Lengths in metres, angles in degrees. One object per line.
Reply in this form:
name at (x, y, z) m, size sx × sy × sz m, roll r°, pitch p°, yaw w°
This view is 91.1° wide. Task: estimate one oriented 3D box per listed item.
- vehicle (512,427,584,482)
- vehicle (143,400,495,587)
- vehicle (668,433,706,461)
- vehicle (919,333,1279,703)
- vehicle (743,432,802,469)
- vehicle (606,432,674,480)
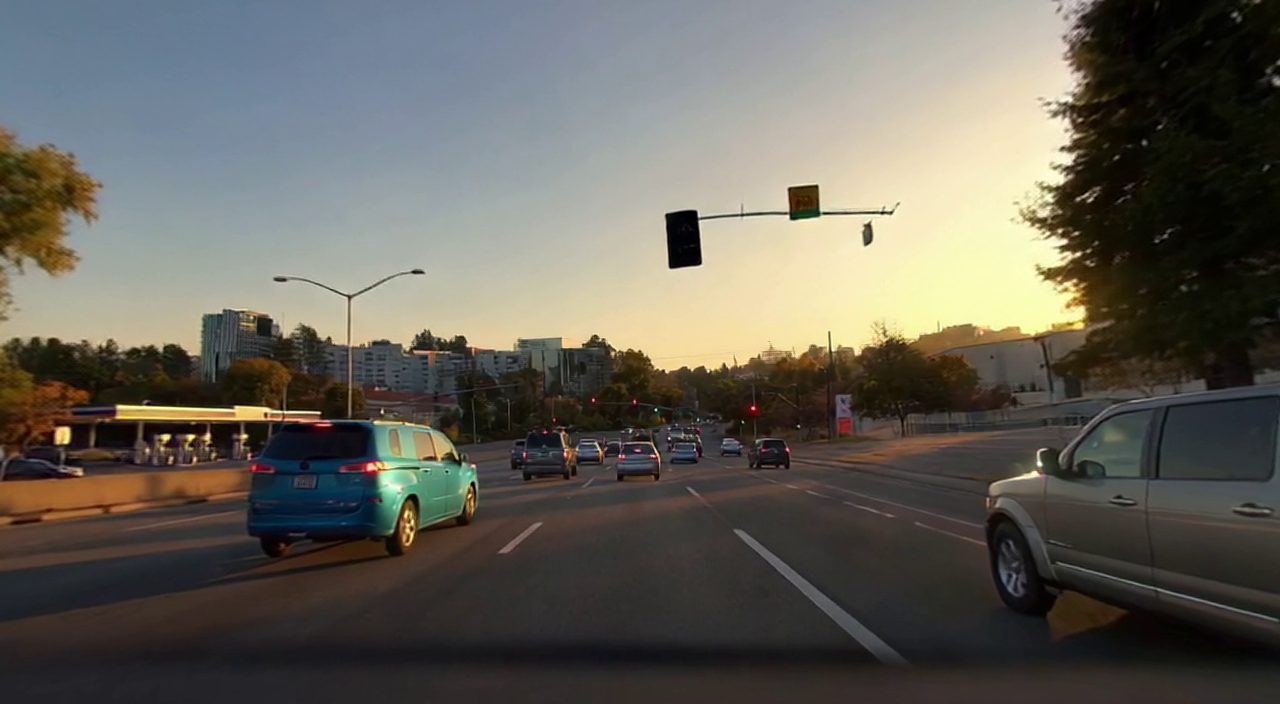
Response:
vehicle at (-3.498, 4.004, 24.820) m, size 2.025 × 1.936 × 4.995 m, roll 0°, pitch -8°, yaw 1°
vehicle at (-3.632, 1.713, 8.563) m, size 2.002 × 1.747 × 5.173 m, roll 0°, pitch -8°, yaw 1°
vehicle at (3.255, 6.721, 44.411) m, size 2.193 × 1.795 × 5.130 m, roll 0°, pitch -8°, yaw -1°
vehicle at (3.654, 0.972, 3.526) m, size 2.055 × 1.786 × 4.817 m, roll 0°, pitch -8°, yaw 2°
vehicle at (6.563, 4.939, 31.561) m, size 2.119 × 1.696 × 4.623 m, roll 0°, pitch -8°, yaw 2°
vehicle at (0.008, 4.152, 25.318) m, size 2.426 × 1.703 × 5.602 m, roll 0°, pitch -8°, yaw 0°
